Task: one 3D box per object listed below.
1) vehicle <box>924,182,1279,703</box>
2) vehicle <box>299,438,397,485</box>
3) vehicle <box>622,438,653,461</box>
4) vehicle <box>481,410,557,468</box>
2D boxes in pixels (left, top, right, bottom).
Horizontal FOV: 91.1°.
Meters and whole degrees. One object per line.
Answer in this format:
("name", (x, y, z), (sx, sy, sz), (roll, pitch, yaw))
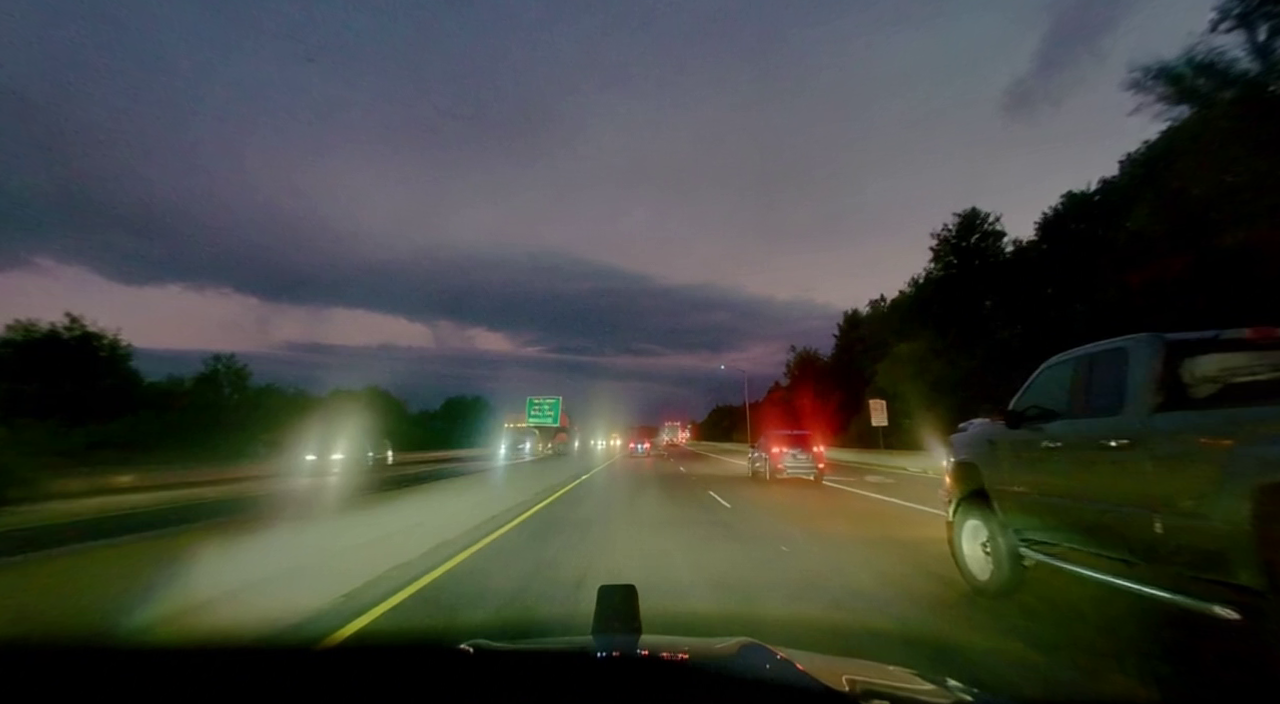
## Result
("vehicle", (4.155, 0.500, 3.240), (2.724, 2.337, 5.508), (0, -8, 0))
("vehicle", (-12.943, 4.837, 28.244), (2.048, 1.875, 4.950), (0, -8, 0))
("vehicle", (-0.188, 6.465, 41.810), (2.004, 1.472, 4.075), (0, -8, -1))
("vehicle", (-8.167, 6.090, 43.934), (3.088, 3.551, 10.063), (-1, -8, 1))
